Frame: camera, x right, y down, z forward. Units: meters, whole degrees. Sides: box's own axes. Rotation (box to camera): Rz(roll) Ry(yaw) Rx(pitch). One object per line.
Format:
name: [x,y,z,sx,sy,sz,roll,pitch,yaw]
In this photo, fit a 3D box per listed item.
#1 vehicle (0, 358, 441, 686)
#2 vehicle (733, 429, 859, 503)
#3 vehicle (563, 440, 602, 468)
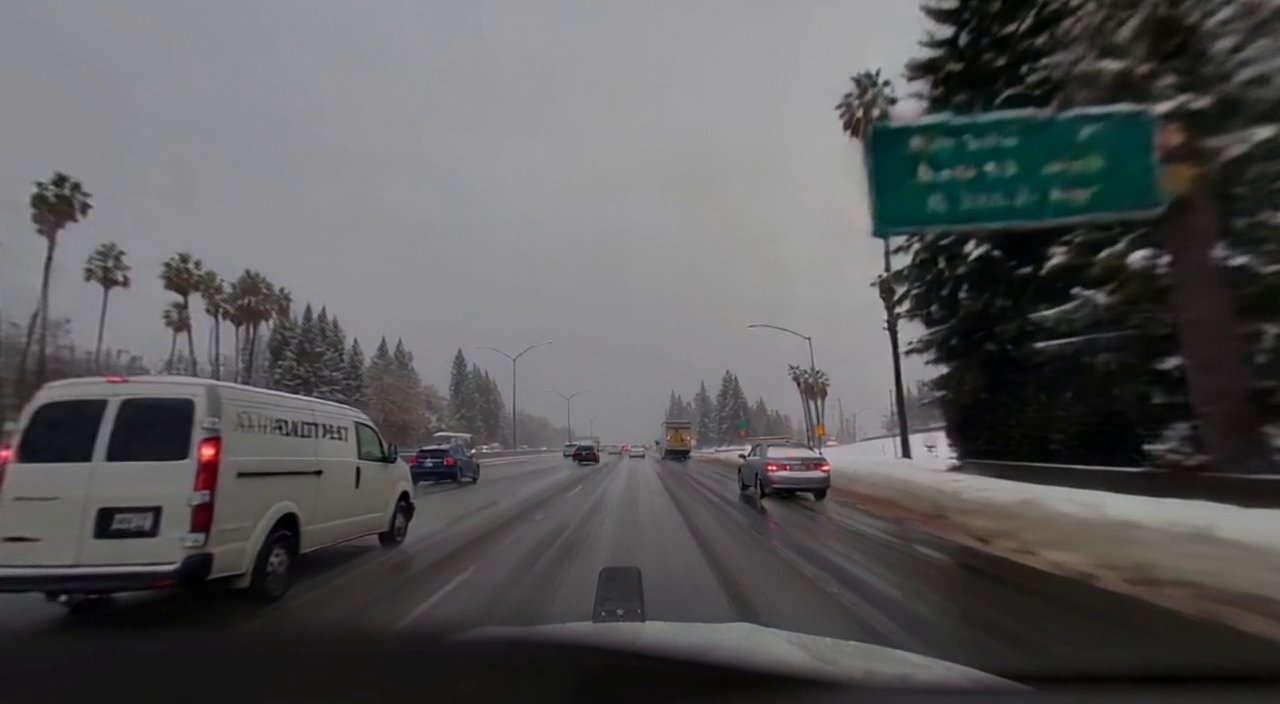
vehicle: [-3.993,1.362,6.333,2.215,1.859,5.375,0,-9,0]
vehicle: [3.867,2.928,16.563,2.124,1.674,4.494,0,-9,-1]
vehicle: [-3.645,6.552,40.475,2.017,1.683,4.094,0,-9,1]
